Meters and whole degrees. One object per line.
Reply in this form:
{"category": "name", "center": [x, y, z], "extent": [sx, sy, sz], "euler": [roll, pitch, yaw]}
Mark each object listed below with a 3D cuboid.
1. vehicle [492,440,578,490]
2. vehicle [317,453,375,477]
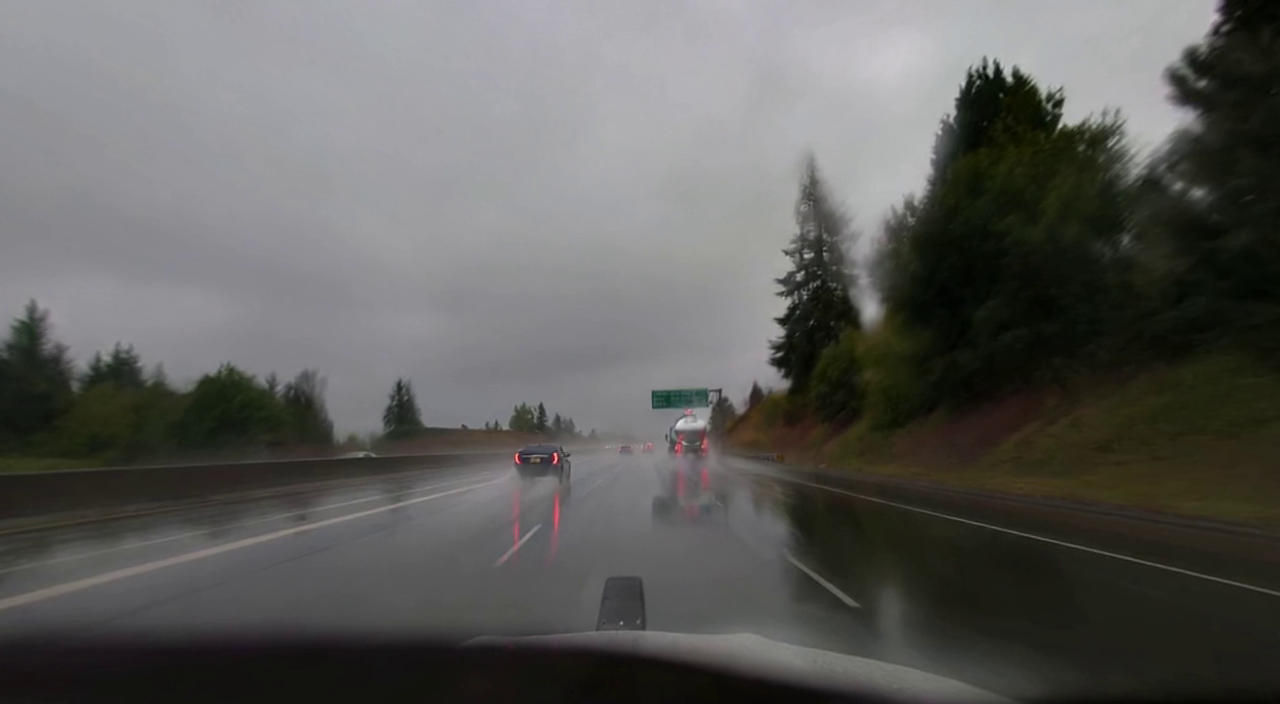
{"category": "vehicle", "center": [-3.330, 3.711, 20.985], "extent": [1.986, 1.458, 4.506], "euler": [0, -9, 1]}
{"category": "vehicle", "center": [-19.213, 7.375, 41.394], "extent": [1.802, 1.477, 4.140], "euler": [0, -9, 0]}
